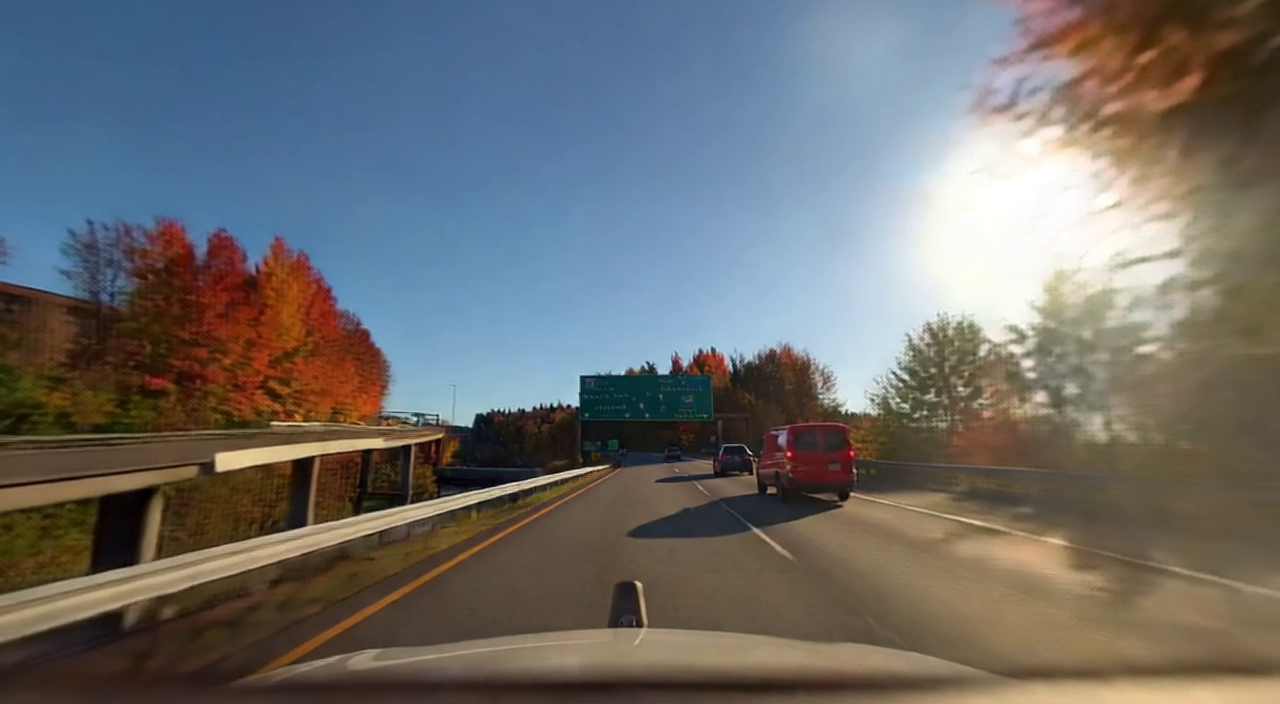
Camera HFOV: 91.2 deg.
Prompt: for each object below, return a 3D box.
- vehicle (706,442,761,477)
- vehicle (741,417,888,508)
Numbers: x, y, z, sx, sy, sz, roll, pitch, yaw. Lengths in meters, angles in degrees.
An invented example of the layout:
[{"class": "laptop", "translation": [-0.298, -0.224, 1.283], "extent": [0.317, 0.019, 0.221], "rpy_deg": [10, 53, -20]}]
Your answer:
[{"class": "vehicle", "translation": [4.394, 5.125, 29.994], "extent": [1.952, 1.536, 4.036], "rpy_deg": [0, -9, -1]}, {"class": "vehicle", "translation": [4.150, 2.755, 15.954], "extent": [2.205, 1.923, 4.956], "rpy_deg": [0, -9, -1]}]
